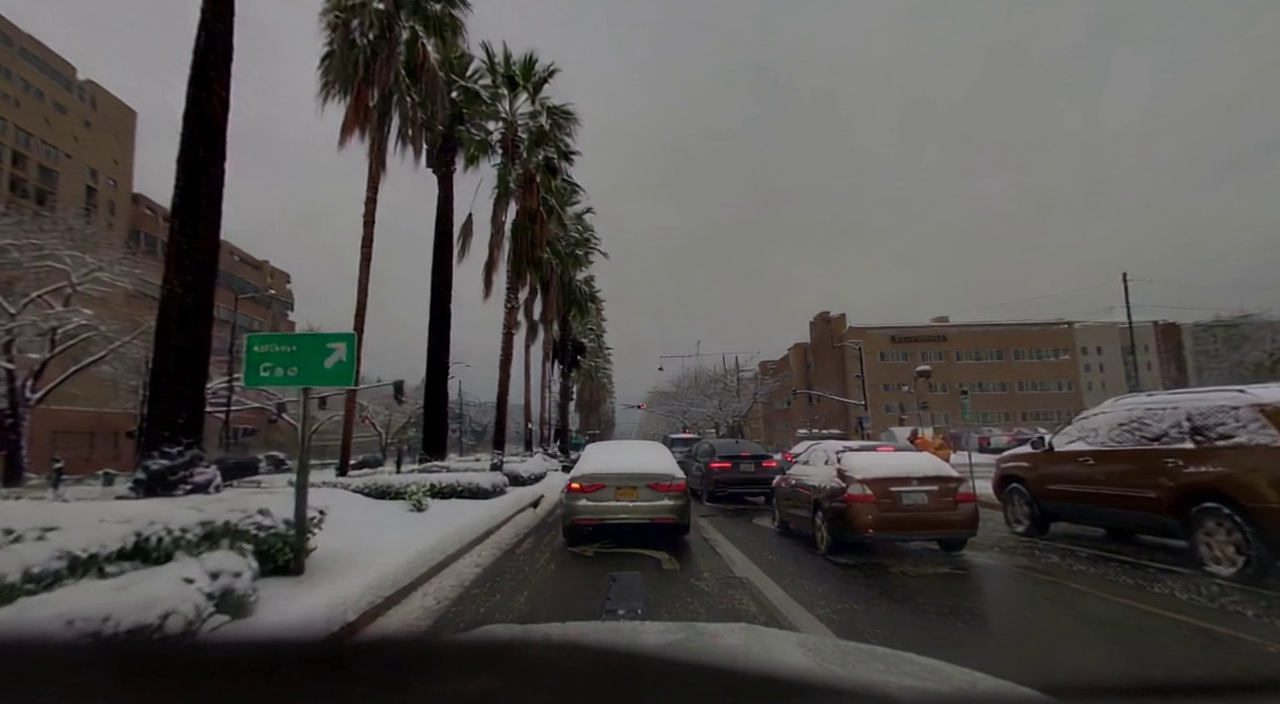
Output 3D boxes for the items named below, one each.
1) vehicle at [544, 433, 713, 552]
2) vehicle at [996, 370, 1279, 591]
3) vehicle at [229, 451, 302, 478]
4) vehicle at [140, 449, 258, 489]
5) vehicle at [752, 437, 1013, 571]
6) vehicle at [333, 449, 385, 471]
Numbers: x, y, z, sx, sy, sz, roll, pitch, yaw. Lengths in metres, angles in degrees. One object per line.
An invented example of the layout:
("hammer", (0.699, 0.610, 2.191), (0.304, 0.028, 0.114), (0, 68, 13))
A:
("vehicle", (-0.160, 2.093, 10.094), (2.158, 1.498, 3.919), (0, -8, 0))
("vehicle", (7.221, 1.504, 7.945), (2.254, 2.072, 5.577), (0, -8, 1))
("vehicle", (-23.576, 7.095, 39.966), (1.874, 1.551, 4.512), (0, -8, 0))
("vehicle", (-20.488, 5.416, 29.668), (2.053, 1.631, 4.900), (0, -8, -1))
("vehicle", (3.071, 2.003, 9.225), (1.925, 1.451, 4.436), (0, -8, -2))
("vehicle", (-20.863, 8.015, 47.047), (1.930, 1.448, 4.256), (0, -8, 0))
